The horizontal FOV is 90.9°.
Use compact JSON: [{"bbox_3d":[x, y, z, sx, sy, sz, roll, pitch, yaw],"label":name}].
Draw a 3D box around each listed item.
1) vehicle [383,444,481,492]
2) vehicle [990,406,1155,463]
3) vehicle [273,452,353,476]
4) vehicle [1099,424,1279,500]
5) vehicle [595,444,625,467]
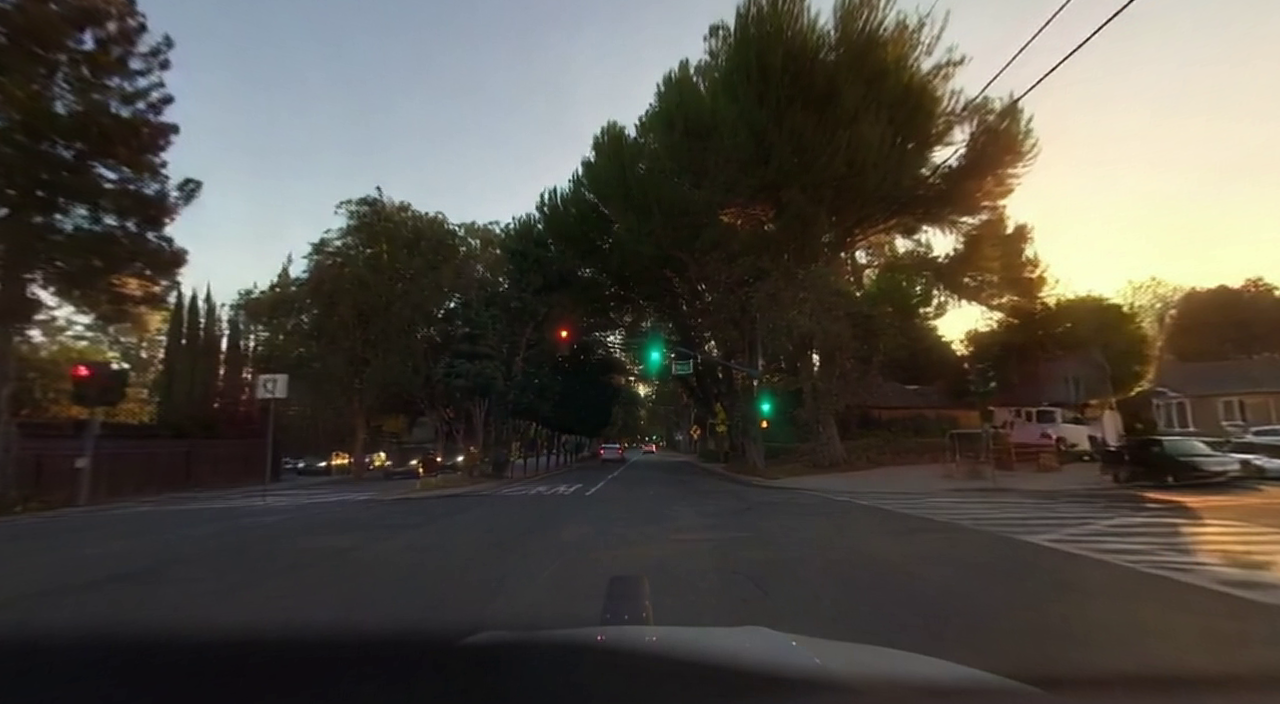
[{"bbox_3d":[-7.645,4.288,23.716,2.122,1.602,4.369,0,-8,1],"label":"vehicle"},{"bbox_3d":[16.501,3.177,24.265,4.656,2.065,2.129,0,-8,3],"label":"vehicle"},{"bbox_3d":[-19.617,6.709,37.917,3.819,1.403,1.812,0,-9,-1],"label":"vehicle"},{"bbox_3d":[13.011,2.351,13.661,4.665,1.498,1.866,0,-8,-2],"label":"vehicle"},{"bbox_3d":[-2.278,8.026,49.128,2.084,1.701,4.734,0,-8,1],"label":"vehicle"}]
